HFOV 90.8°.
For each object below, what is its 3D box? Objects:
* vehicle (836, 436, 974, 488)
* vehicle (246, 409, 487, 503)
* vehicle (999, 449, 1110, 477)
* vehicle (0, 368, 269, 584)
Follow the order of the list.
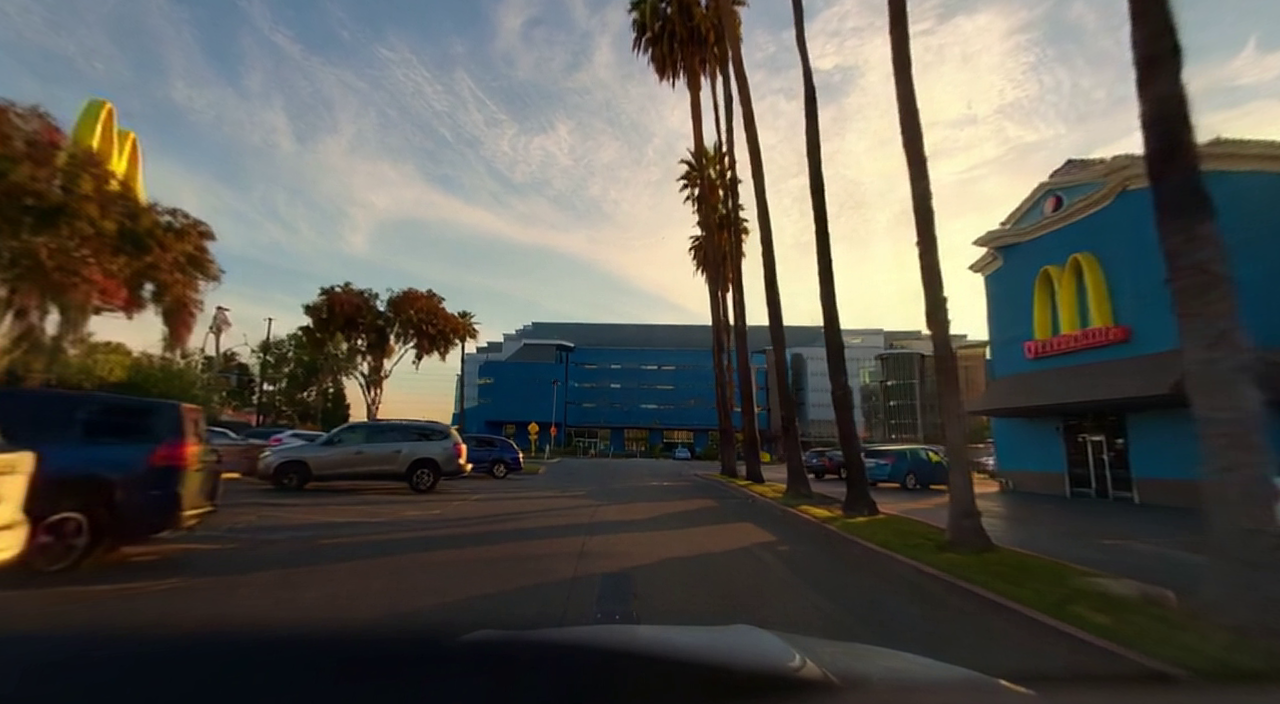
[{"bbox_3d":[9.833,4.082,23.444,4.758,1.759,2.068,5,-11,-28],"label":"vehicle"},{"bbox_3d":[-6.325,2.408,14.877,4.787,1.867,2.092,6,-10,-34],"label":"vehicle"},{"bbox_3d":[24.911,6.686,38.210,1.785,1.539,5.214,7,-11,-34],"label":"vehicle"},{"bbox_3d":[-6.441,1.160,6.107,4.652,1.834,1.956,3,-9,-24],"label":"vehicle"}]
